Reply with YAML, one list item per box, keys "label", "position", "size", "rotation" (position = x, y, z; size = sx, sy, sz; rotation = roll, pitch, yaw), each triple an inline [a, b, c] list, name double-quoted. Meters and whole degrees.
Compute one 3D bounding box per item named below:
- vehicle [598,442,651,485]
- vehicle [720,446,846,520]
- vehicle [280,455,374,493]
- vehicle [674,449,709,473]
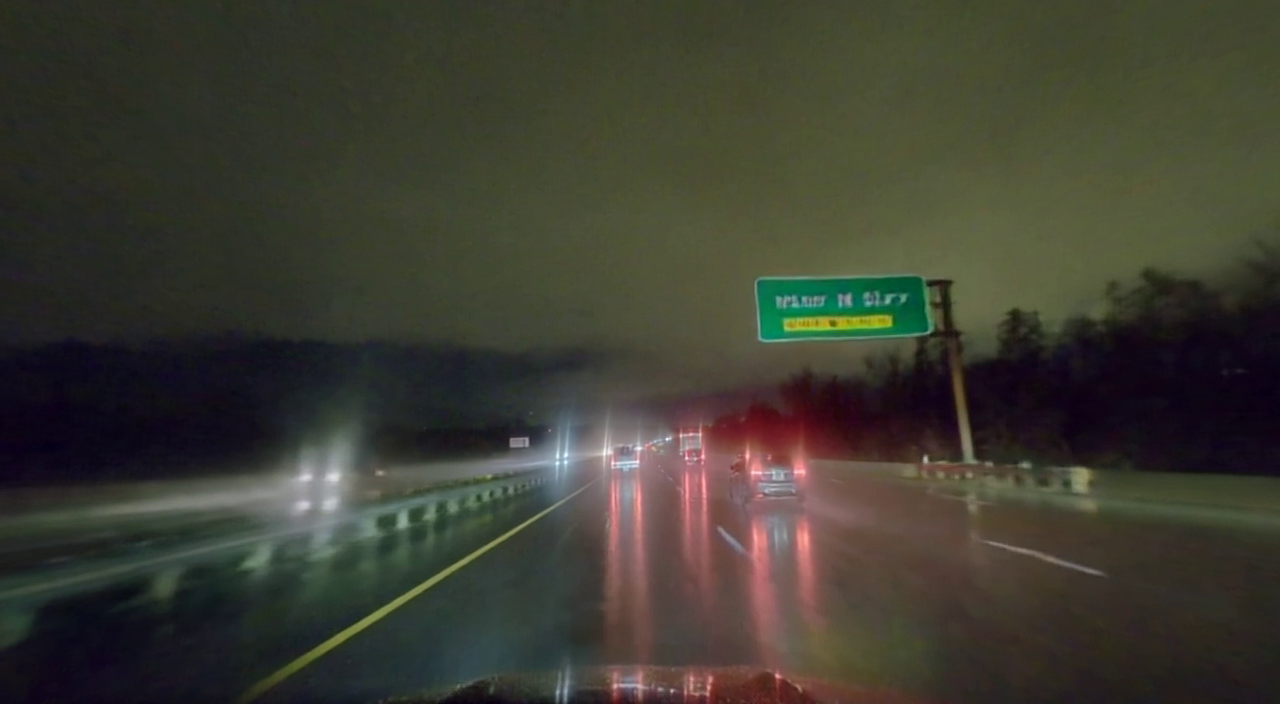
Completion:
- label: "vehicle"
  position: [-0.614, 4.860, 27.784]
  size: [2.142, 1.724, 4.344]
  rotation: [0, -9, 0]
- label: "vehicle"
  position: [3.176, 2.987, 14.889]
  size: [2.004, 1.471, 4.032]
  rotation: [0, -9, 0]
- label: "vehicle"
  position: [-14.300, 5.571, 29.123]
  size: [1.878, 1.521, 4.608]
  rotation: [0, -9, 1]
- label: "vehicle"
  position: [3.513, 7.512, 43.493]
  size: [2.047, 1.540, 4.294]
  rotation: [0, -9, 0]
